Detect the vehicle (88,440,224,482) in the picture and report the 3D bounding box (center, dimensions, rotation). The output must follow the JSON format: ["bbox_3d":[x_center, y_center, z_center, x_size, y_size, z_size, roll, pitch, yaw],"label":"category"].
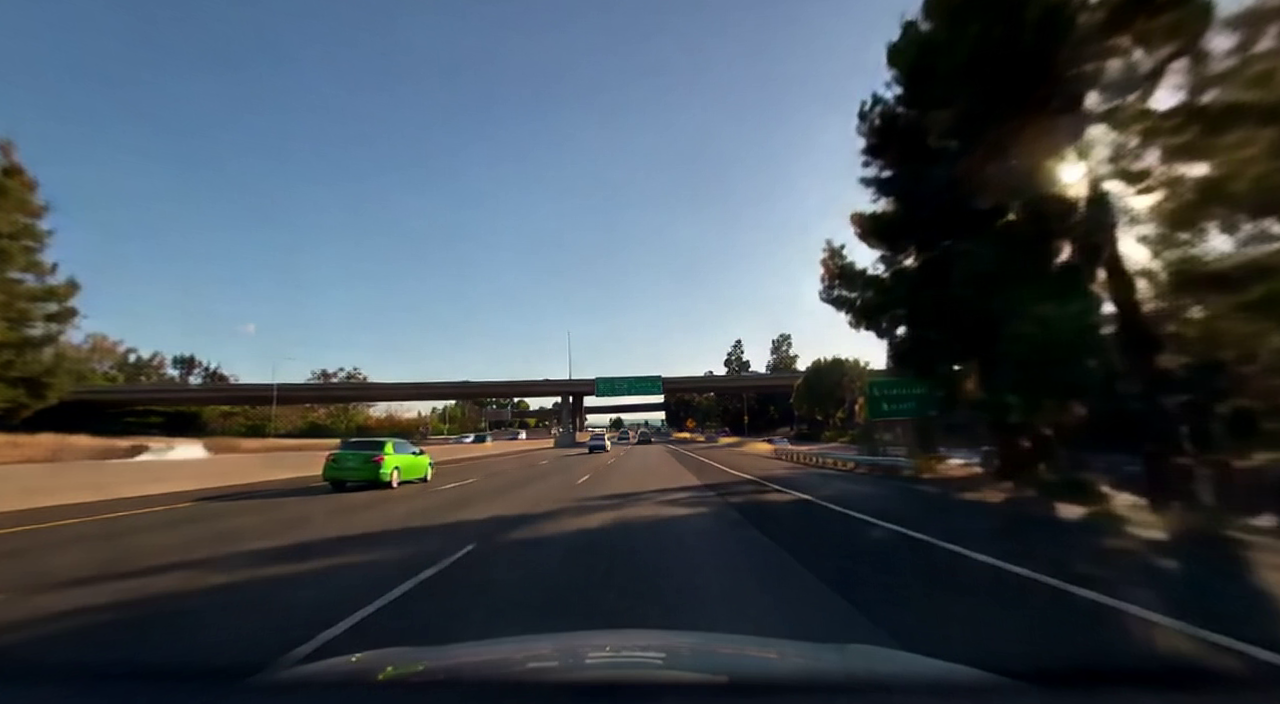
[{"bbox_3d":[-18.231,4.100,24.056,1.736,1.455,4.263,0,-8,1],"label":"vehicle"}]

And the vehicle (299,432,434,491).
[{"bbox_3d":[-7.755,3.144,18.418,1.987,1.486,4.174,0,-8,2],"label":"vehicle"}]
